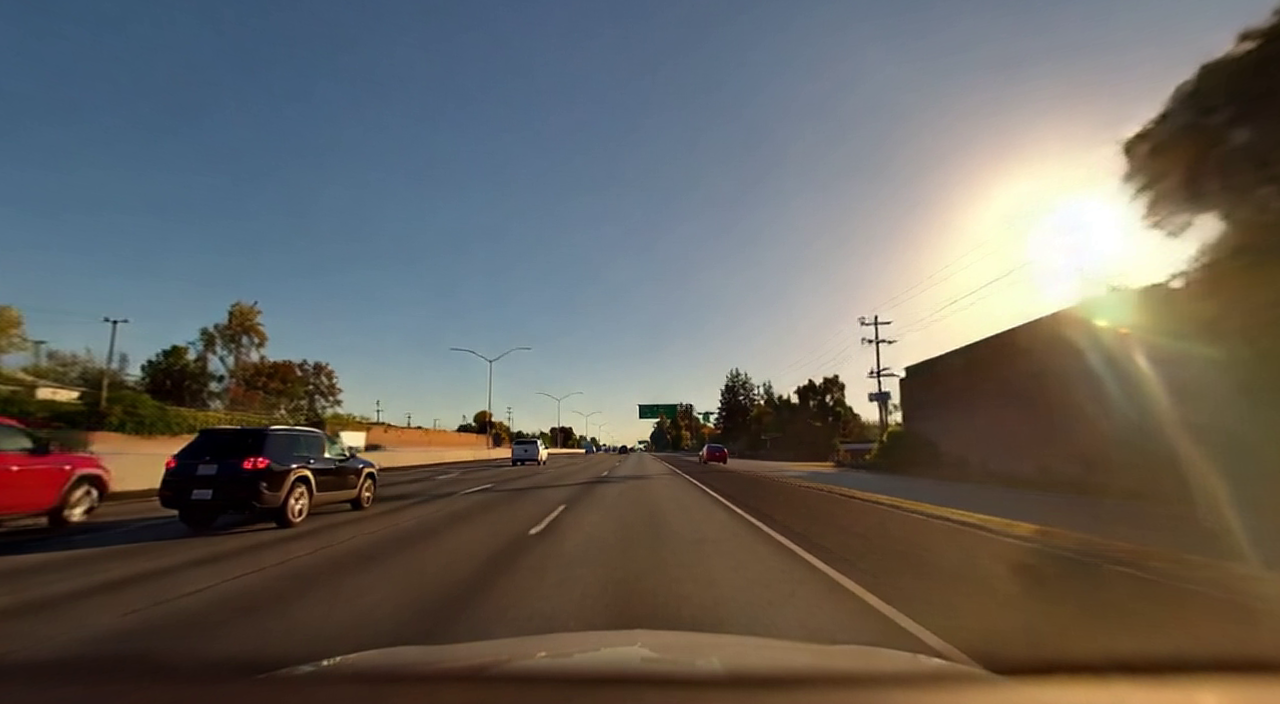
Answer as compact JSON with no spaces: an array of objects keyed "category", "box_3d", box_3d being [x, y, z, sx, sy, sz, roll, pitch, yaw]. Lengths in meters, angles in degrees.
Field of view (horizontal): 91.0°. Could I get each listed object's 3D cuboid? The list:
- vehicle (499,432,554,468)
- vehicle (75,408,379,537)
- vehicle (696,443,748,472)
[{"category":"vehicle","box_3d":[-6.486,5.707,36.661,2.255,1.934,4.868,0,-9,0]},{"category":"vehicle","box_3d":[-6.502,1.957,10.786,2.058,1.698,4.567,0,-9,0]},{"category":"vehicle","box_3d":[4.552,5.943,35.714,2.251,1.520,4.550,1,-9,-1]}]
